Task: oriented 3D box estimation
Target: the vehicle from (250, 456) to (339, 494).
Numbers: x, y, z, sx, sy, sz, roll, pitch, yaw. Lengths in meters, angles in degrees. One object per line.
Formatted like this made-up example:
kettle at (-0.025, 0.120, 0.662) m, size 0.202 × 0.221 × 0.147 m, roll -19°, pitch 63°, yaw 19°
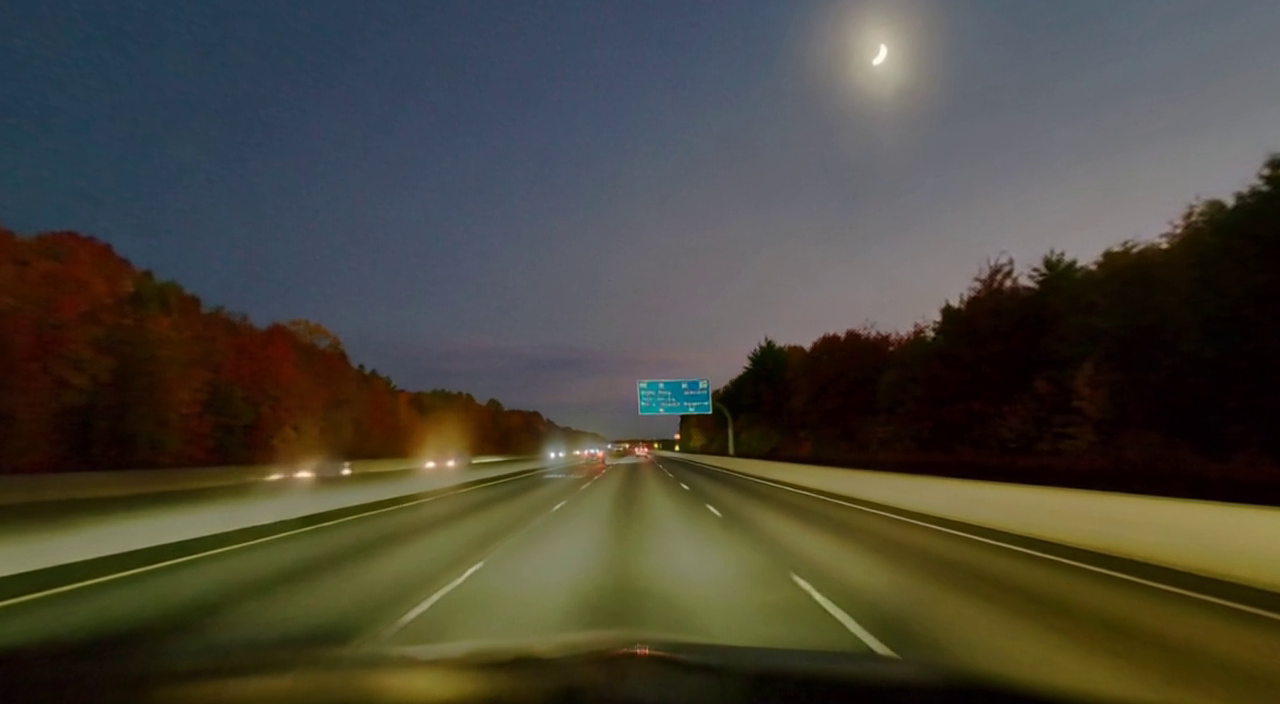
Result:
vehicle at (-15.054, 5.363, 27.530) m, size 1.750 × 1.478 × 3.765 m, roll 0°, pitch -9°, yaw 0°

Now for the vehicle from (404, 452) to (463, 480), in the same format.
vehicle at (-11.426, 6.315, 34.903) m, size 1.879 × 1.458 × 3.974 m, roll 0°, pitch -9°, yaw 1°
